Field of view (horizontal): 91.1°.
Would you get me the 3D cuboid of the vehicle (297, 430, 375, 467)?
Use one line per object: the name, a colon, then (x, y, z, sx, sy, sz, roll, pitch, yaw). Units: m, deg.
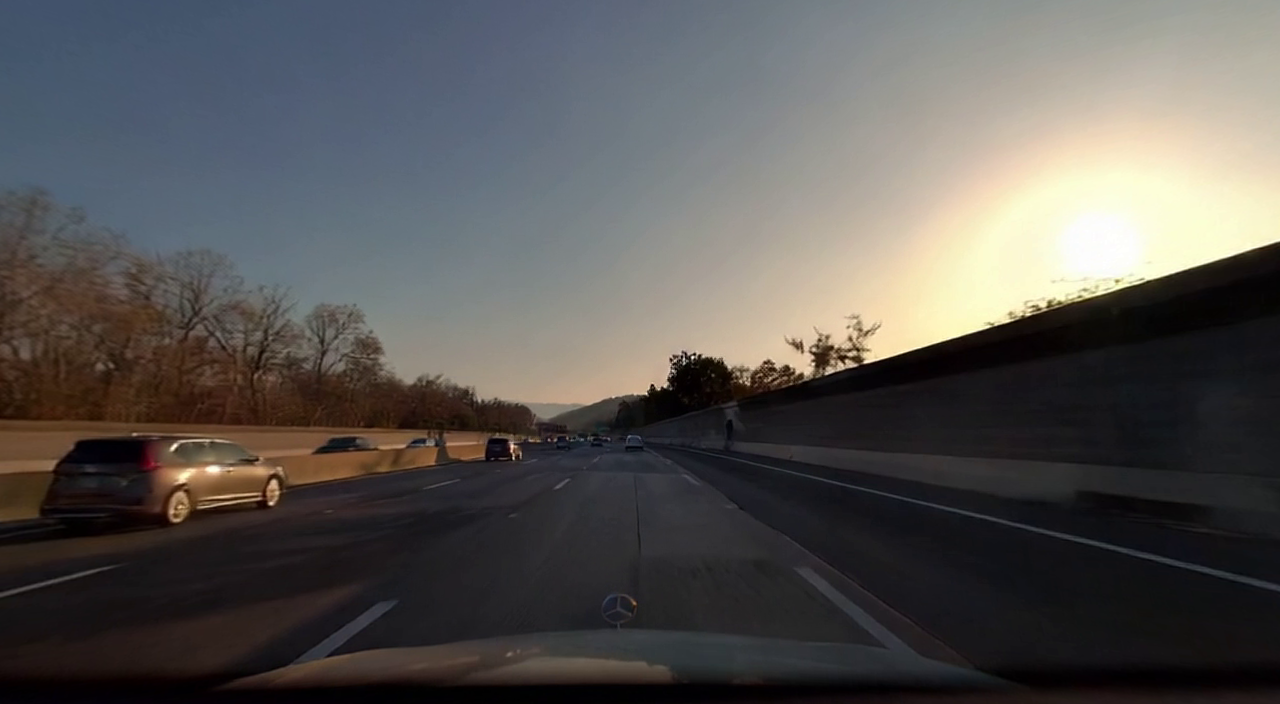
vehicle: (-16.470, 5.215, 34.339, 1.939, 1.878, 4.695, 0, -8, -1)

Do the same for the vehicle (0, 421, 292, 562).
vehicle: (-7.457, 1.839, 9.248, 2.003, 1.523, 4.741, 0, -8, -1)

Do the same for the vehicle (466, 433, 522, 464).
vehicle: (-7.637, 5.072, 33.221, 1.972, 1.532, 4.222, 0, -8, -1)
